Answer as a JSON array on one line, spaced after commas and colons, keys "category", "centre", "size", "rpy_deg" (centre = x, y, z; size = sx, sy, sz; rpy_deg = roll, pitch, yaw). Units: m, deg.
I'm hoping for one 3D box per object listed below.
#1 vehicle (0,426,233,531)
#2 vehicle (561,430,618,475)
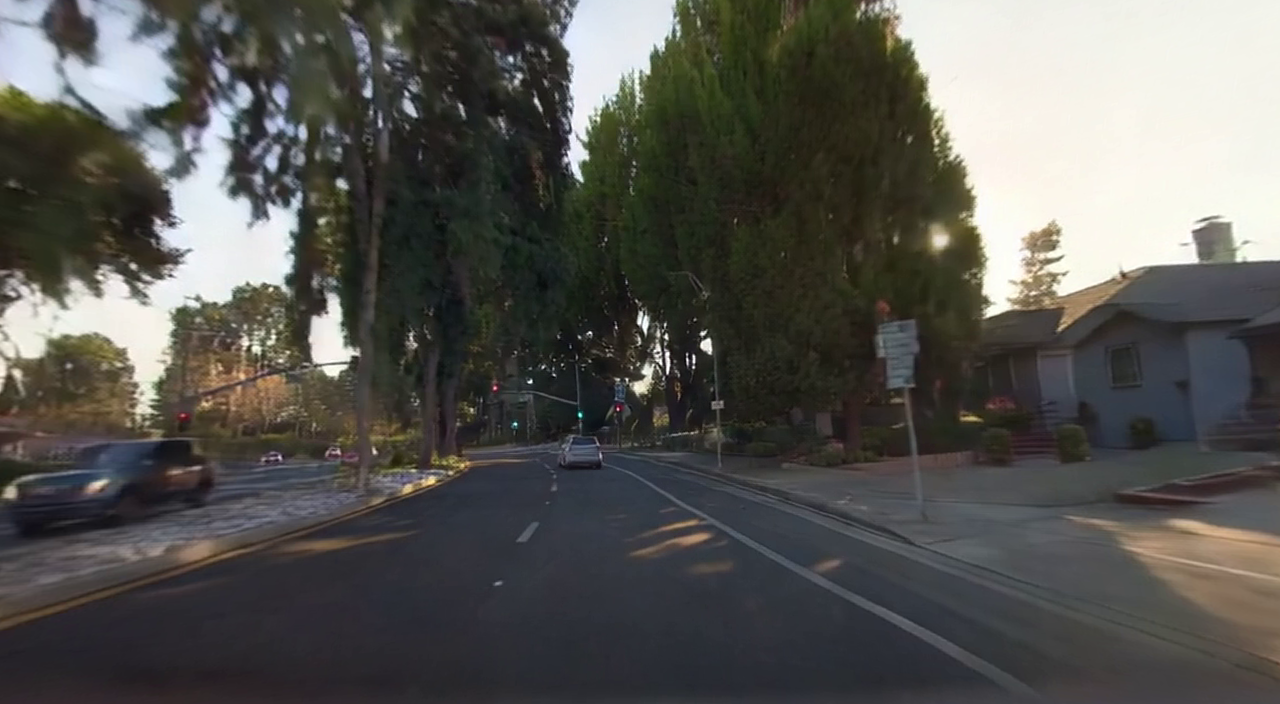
[{"category": "vehicle", "centre": [-12.380, 2.847, 14.982], "size": [2.259, 1.973, 5.712], "rpy_deg": [1, -8, -8]}, {"category": "vehicle", "centre": [-2.195, 4.210, 26.710], "size": [1.990, 1.707, 4.225], "rpy_deg": [1, -9, -10]}]
